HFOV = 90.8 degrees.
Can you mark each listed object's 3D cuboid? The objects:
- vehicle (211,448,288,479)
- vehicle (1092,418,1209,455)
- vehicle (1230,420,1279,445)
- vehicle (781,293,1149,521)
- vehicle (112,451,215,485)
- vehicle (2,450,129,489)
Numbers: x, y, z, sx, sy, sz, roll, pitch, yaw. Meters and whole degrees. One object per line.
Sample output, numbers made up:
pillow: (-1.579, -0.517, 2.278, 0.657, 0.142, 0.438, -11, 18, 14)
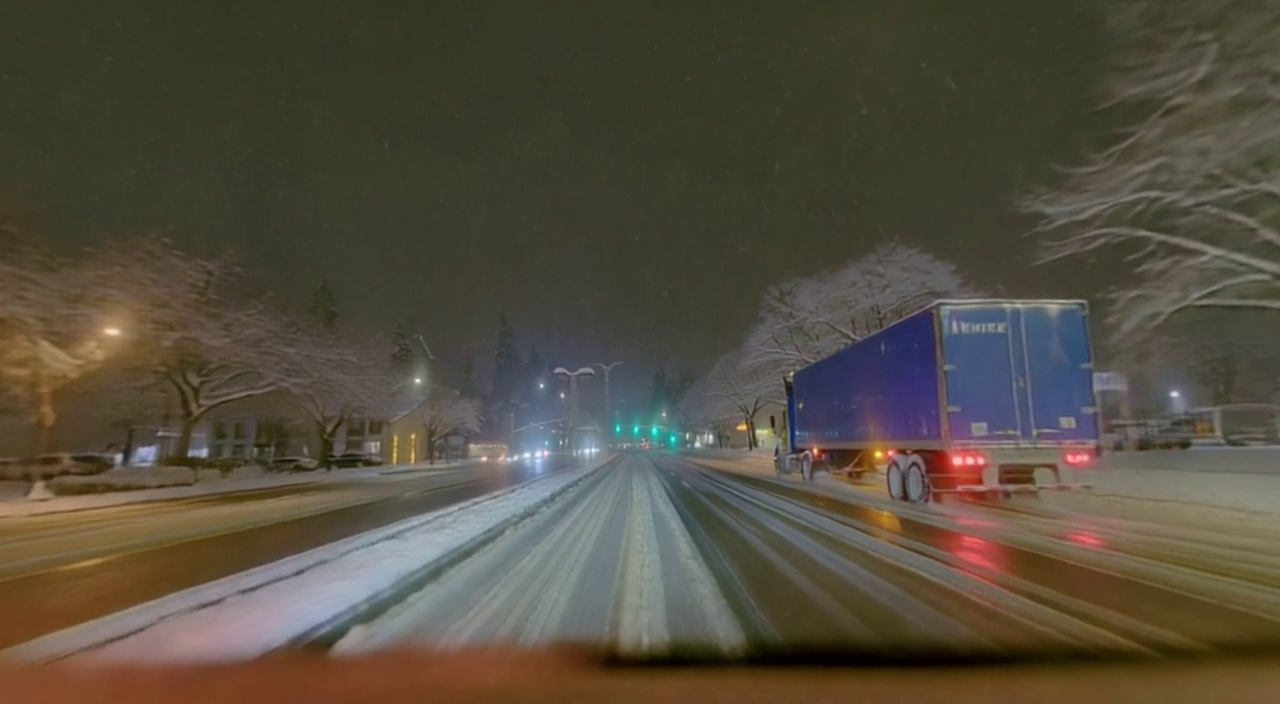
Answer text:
vehicle: (-26.153, 7.520, 42.539, 2.090, 1.772, 5.499, -2, -10, -5)
vehicle: (32.391, 5.388, 40.226, 5.310, 2.217, 2.276, 0, -8, 2)
vehicle: (44.474, 5.675, 44.614, 1.698, 1.521, 3.784, -5, -10, -1)
vehicle: (6.631, 1.708, 16.240, 3.120, 3.794, 11.510, 0, -8, -1)
vehicle: (-27.992, 6.803, 37.405, 2.037, 1.764, 5.556, 0, -8, -4)
vehicle: (-30.326, 6.218, 33.622, 1.995, 1.773, 4.984, -3, -10, 2)
